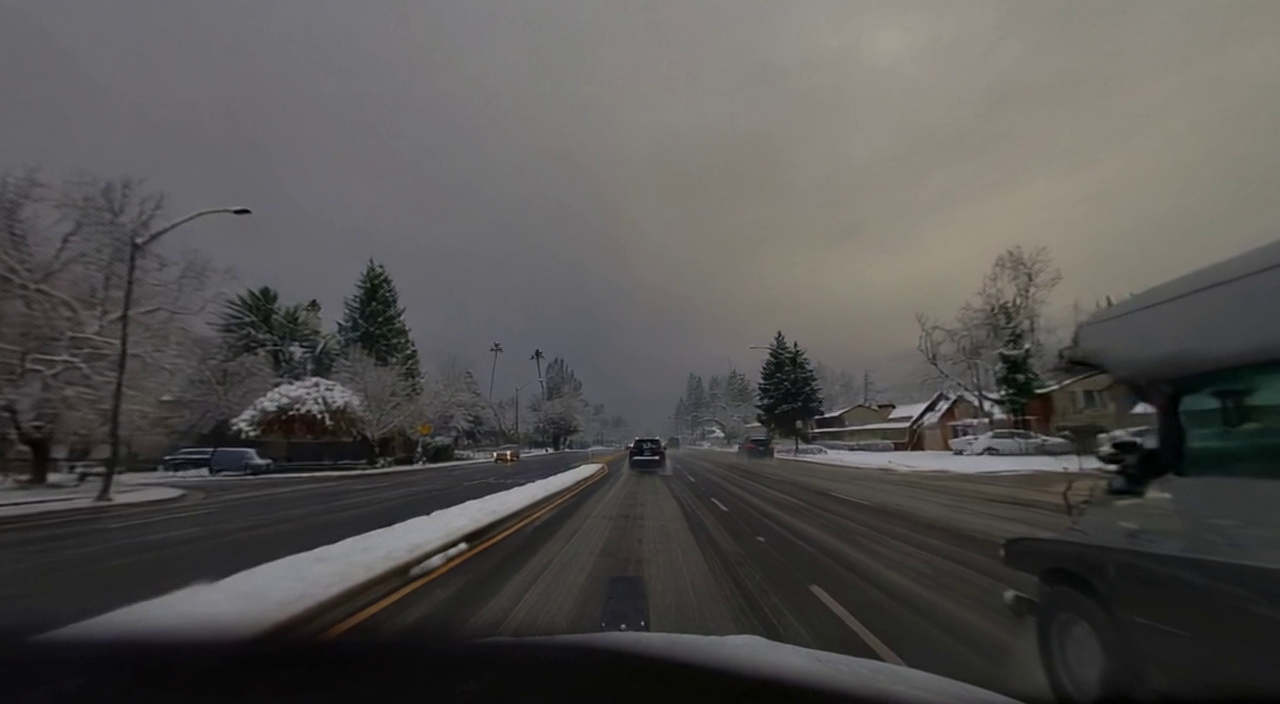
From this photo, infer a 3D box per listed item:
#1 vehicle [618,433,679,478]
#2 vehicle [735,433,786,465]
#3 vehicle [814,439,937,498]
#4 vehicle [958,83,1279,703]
[{"bbox_3d":[0.337,4.213,25.867,2.289,1.679,4.180,0,-8,0],"label":"vehicle"},{"bbox_3d":[8.105,6.604,43.149,2.436,2.010,5.595,0,-8,1],"label":"vehicle"},{"bbox_3d":[6.602,3.269,18.224,1.897,1.477,4.360,0,-8,0],"label":"vehicle"},{"bbox_3d":[3.263,0.258,1.050,2.268,2.584,6.049,0,-8,0],"label":"vehicle"}]
